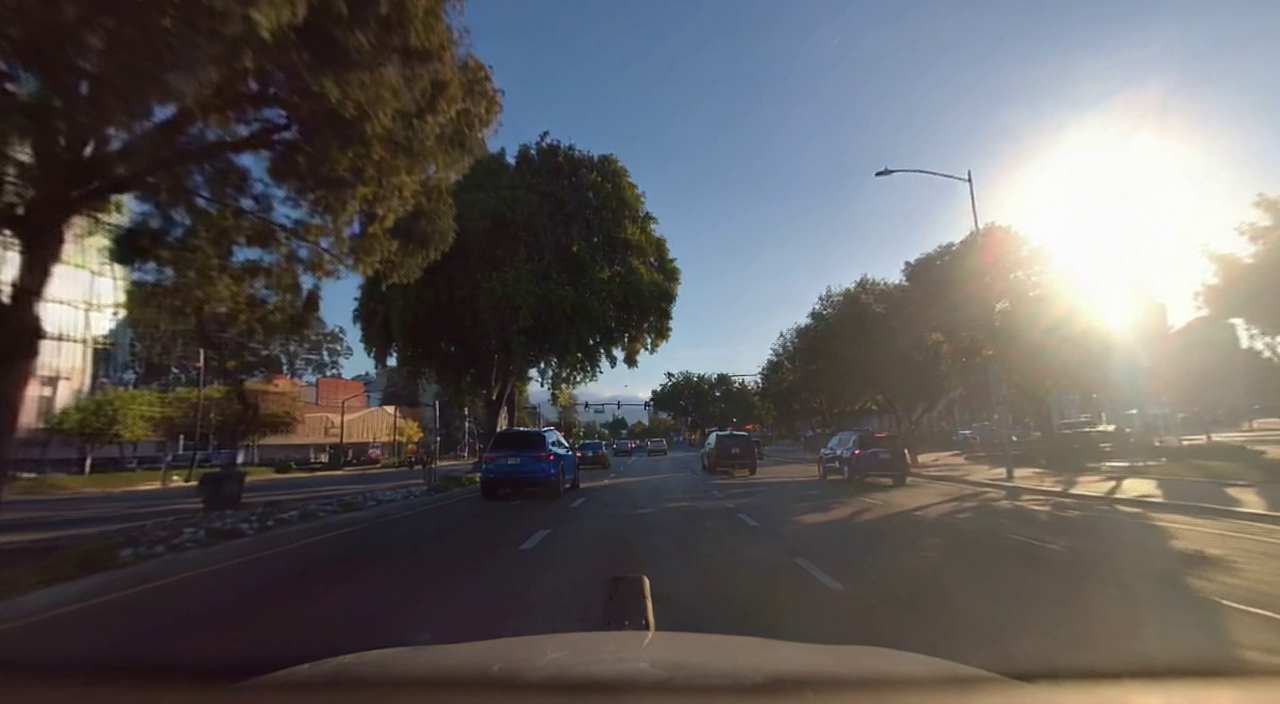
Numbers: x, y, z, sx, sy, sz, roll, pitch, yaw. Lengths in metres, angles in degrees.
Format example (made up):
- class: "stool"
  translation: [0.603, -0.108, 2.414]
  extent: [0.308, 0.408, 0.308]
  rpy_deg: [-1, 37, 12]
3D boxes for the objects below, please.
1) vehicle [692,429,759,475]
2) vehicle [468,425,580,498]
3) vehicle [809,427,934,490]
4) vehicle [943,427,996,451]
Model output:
- class: "vehicle"
  translation: [3.545, 4.279, 27.109]
  extent: [2.178, 1.804, 4.766]
  rpy_deg: [0, -9, 0]
- class: "vehicle"
  translation: [-2.992, 2.961, 17.358]
  extent: [2.141, 1.719, 4.379]
  rpy_deg: [0, -9, 2]
- class: "vehicle"
  translation: [6.877, 3.230, 19.346]
  extent: [2.088, 1.666, 4.512]
  rpy_deg: [0, -9, -1]
- class: "vehicle"
  translation: [23.484, 6.239, 45.026]
  extent: [1.800, 1.563, 3.827]
  rpy_deg: [-1, -9, 2]
